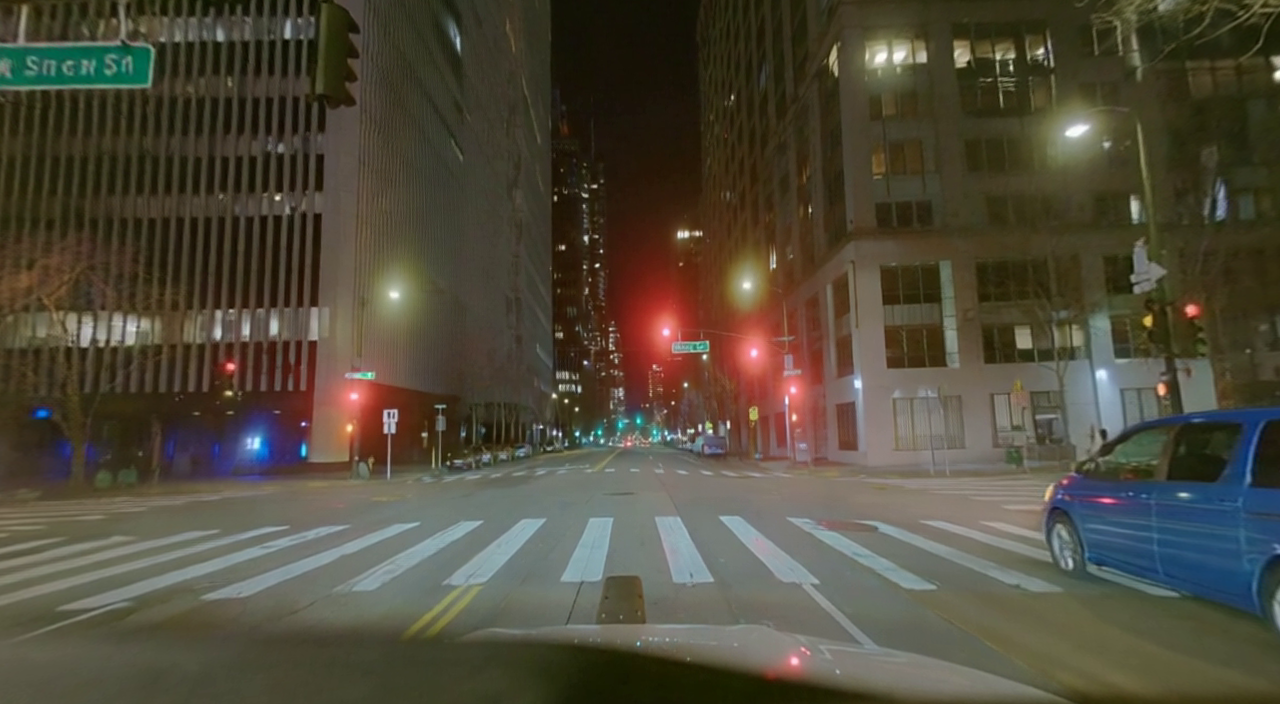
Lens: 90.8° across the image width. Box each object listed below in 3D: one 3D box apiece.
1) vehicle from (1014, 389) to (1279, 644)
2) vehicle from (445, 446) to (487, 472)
[{"bbox_3d":[5.598,1.252,5.051,2.070,1.804,4.881,0,-8,-2],"label":"vehicle"},{"bbox_3d":[-12.452,7.629,45.374,1.935,1.639,4.244,-3,-8,-2],"label":"vehicle"}]
